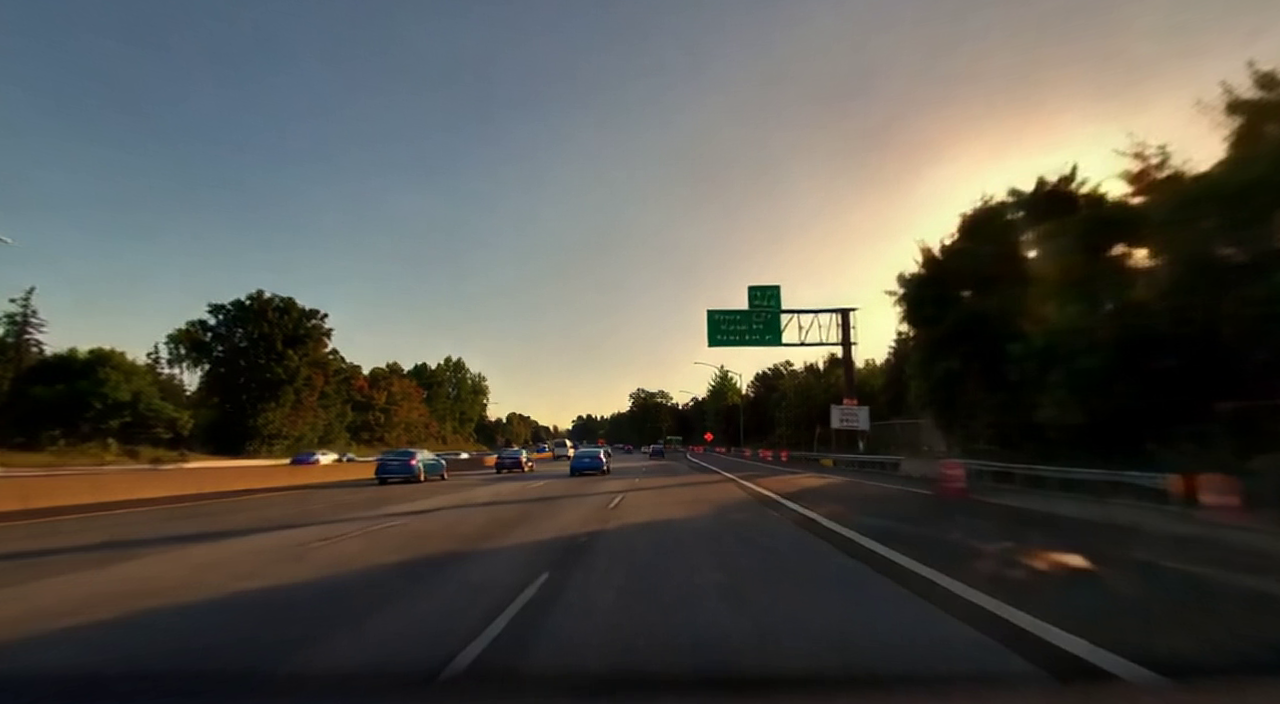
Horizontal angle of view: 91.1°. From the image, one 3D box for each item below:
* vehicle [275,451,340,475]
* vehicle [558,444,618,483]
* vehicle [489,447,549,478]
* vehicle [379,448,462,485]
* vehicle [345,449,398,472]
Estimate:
[{"bbox_3d":[-23.118,7.740,43.829,1.856,1.515,4.674,0,-8,1],"label":"vehicle"},{"bbox_3d":[-2.058,4.597,26.195,1.963,1.462,4.681,0,-8,2],"label":"vehicle"},{"bbox_3d":[-6.095,5.612,32.137,1.951,1.439,4.633,0,-8,2],"label":"vehicle"},{"bbox_3d":[-9.666,5.023,28.024,1.946,1.472,4.472,0,-8,2],"label":"vehicle"},{"bbox_3d":[-19.410,7.847,45.595,1.920,1.557,4.235,0,-8,2],"label":"vehicle"}]
